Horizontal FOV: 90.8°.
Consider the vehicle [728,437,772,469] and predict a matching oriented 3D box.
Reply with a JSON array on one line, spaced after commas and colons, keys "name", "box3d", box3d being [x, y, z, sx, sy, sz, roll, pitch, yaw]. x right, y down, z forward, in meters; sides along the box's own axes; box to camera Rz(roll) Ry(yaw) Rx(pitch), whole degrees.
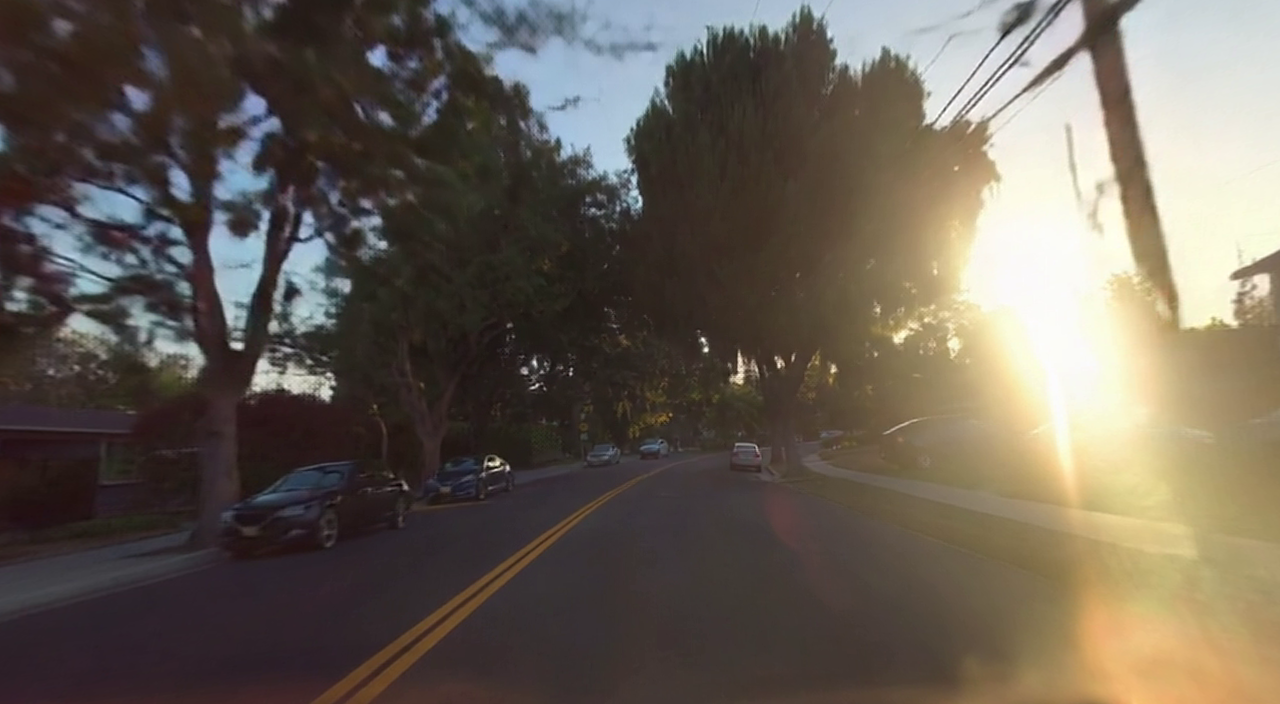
[{"name": "vehicle", "box3d": [5.570, 5.149, 32.404, 1.972, 1.460, 4.137, -2, -8, 7]}]

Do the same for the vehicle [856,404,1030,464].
[{"name": "vehicle", "box3d": [10.444, 2.901, 22.188, 5.009, 1.906, 2.046, -2, -8, 8]}]

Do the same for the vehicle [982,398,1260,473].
[{"name": "vehicle", "box3d": [10.855, 1.924, 14.571, 4.744, 1.507, 1.953, -1, -7, 1]}]

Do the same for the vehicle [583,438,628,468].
[{"name": "vehicle", "box3d": [-2.138, 6.470, 40.184, 2.005, 1.557, 4.172, -3, -14, 8]}]

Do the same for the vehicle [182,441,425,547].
[{"name": "vehicle", "box3d": [-5.660, 2.568, 11.389, 1.886, 1.494, 4.149, -2, -13, 3]}]

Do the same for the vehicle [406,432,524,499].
[{"name": "vehicle", "box3d": [-5.012, 3.494, 18.809, 1.972, 1.536, 4.347, -4, -15, 4]}]
